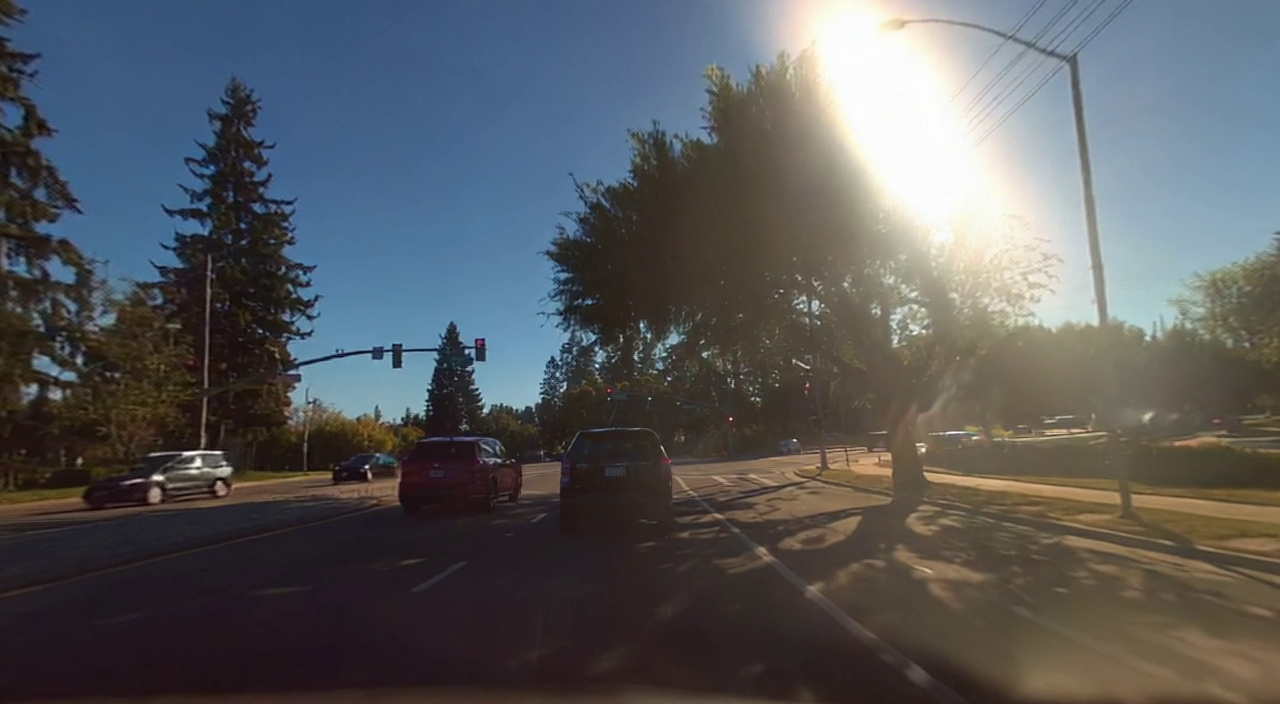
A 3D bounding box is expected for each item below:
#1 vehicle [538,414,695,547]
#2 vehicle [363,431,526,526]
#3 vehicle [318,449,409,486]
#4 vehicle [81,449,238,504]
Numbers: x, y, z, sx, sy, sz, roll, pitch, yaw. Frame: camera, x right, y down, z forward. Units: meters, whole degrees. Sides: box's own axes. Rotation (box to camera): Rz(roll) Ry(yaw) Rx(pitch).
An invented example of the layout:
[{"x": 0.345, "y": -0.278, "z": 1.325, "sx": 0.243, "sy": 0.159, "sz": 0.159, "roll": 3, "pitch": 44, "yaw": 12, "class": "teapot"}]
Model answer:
[{"x": -0.308, "y": 2.124, "z": 11.166, "sx": 2.131, "sy": 1.793, "sz": 5.016, "roll": 0, "pitch": -9, "yaw": 0, "class": "vehicle"}, {"x": -3.905, "y": 2.597, "z": 13.556, "sx": 2.009, "sy": 1.673, "sz": 4.454, "roll": 0, "pitch": -9, "yaw": 1, "class": "vehicle"}, {"x": -12.234, "y": 5.098, "z": 28.313, "sx": 1.935, "sy": 1.488, "sz": 4.611, "roll": 0, "pitch": -9, "yaw": 1, "class": "vehicle"}, {"x": -16.182, "y": 4.207, "z": 21.641, "sx": 2.003, "sy": 1.653, "sz": 4.388, "roll": 0, "pitch": -10, "yaw": -2, "class": "vehicle"}]
